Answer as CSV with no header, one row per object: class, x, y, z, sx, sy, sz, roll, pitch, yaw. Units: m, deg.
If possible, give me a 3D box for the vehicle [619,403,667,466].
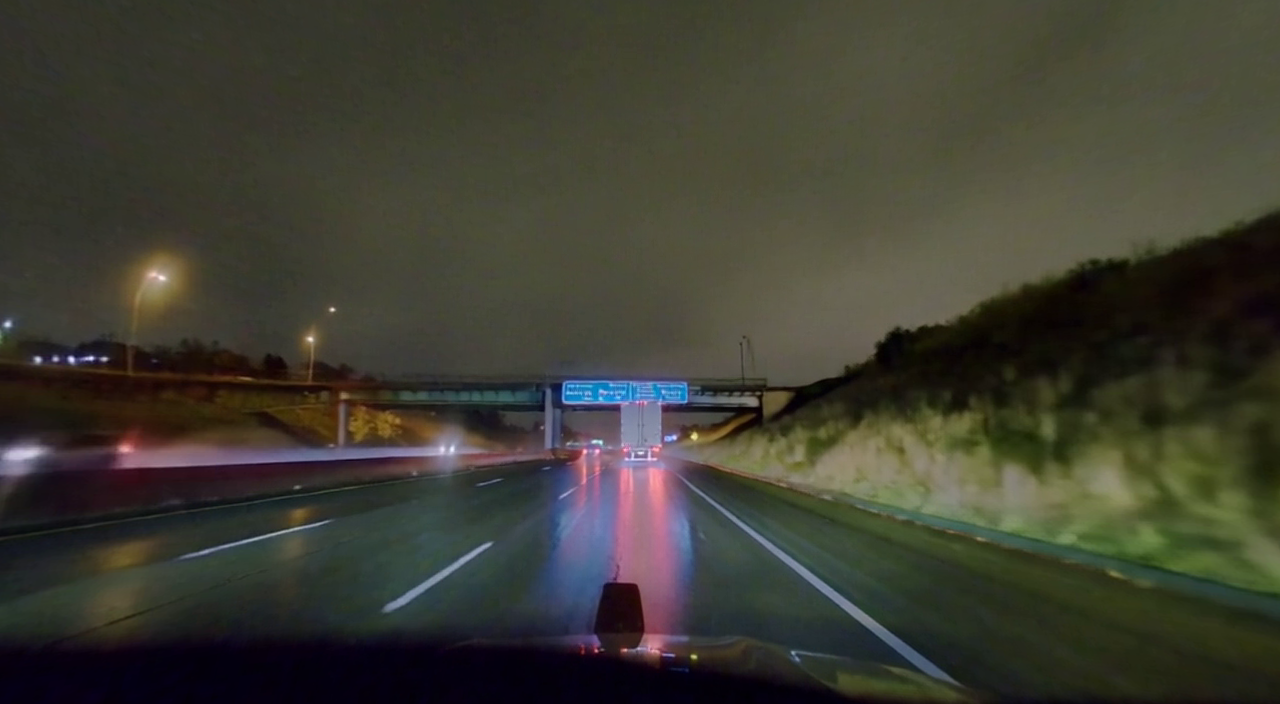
vehicle,0.167,6.201,46.438,3.033,3.985,12.383,0,-9,0
